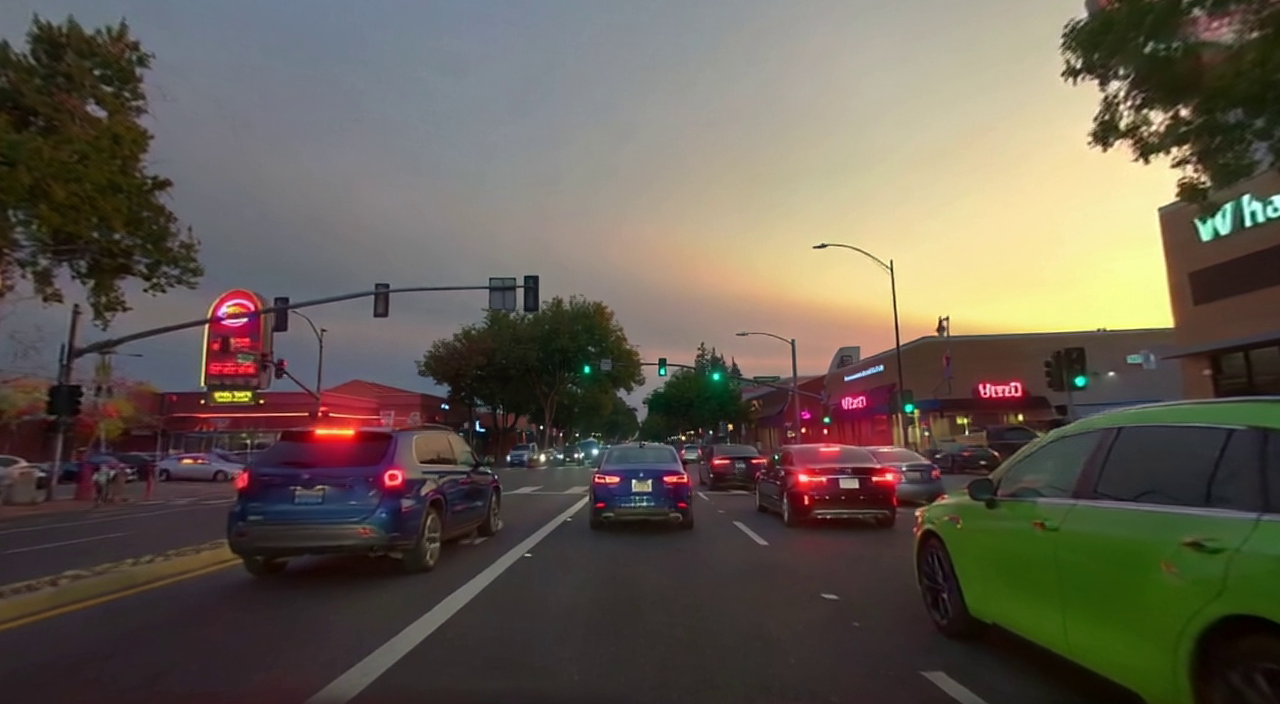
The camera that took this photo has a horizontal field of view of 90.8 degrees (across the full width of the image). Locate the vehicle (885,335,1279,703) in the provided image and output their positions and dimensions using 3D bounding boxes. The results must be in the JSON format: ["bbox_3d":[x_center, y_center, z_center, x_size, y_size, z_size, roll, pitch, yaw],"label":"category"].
[{"bbox_3d":[3.068,0.938,3.016,2.075,1.661,4.401,0,-9,1],"label":"vehicle"}]

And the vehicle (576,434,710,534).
[{"bbox_3d":[0.036,2.416,12.104,2.154,1.577,3.723,0,-9,0],"label":"vehicle"}]

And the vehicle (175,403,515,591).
[{"bbox_3d":[-3.379,1.789,8.655,2.257,1.823,4.777,-1,-9,1],"label":"vehicle"}]

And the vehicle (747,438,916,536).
[{"bbox_3d":[3.352,2.432,12.002,1.865,1.496,4.170,0,-9,0],"label":"vehicle"}]

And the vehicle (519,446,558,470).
[{"bbox_3d":[-7.879,8.227,49.328,2.293,1.777,4.497,0,-9,0],"label":"vehicle"}]
